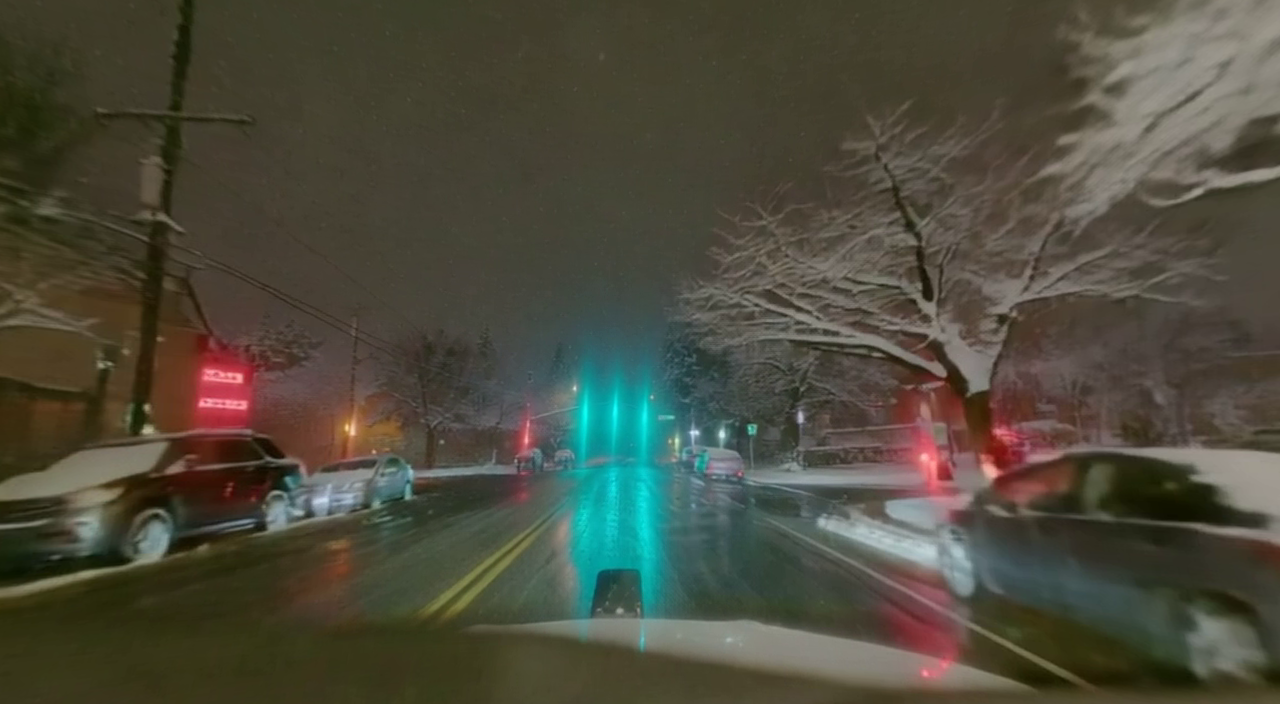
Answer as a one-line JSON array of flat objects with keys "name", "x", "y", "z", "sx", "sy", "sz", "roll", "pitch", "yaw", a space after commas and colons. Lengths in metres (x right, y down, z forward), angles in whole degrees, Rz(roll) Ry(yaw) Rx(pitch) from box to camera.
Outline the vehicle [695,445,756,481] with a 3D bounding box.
[{"name": "vehicle", "x": 3.754, "y": 4.966, "z": 28.488, "sx": 2.005, "sy": 1.466, "sz": 4.767, "roll": 0, "pitch": -9, "yaw": -1}]

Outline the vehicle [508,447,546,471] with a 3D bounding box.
[{"name": "vehicle", "x": -7.963, "y": 7.541, "z": 44.552, "sx": 1.976, "sy": 1.554, "sz": 3.654, "roll": 0, "pitch": -9, "yaw": 1}]

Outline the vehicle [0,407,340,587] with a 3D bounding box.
[{"name": "vehicle", "x": -7.495, "y": 2.037, "z": 9.904, "sx": 2.613, "sy": 1.959, "sz": 5.843, "roll": 0, "pitch": -9, "yaw": 0}]

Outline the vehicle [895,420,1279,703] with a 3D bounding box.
[{"name": "vehicle", "x": 3.645, "y": 1.264, "z": 4.204, "sx": 2.033, "sy": 1.467, "sz": 4.471, "roll": 0, "pitch": -9, "yaw": 1}]
